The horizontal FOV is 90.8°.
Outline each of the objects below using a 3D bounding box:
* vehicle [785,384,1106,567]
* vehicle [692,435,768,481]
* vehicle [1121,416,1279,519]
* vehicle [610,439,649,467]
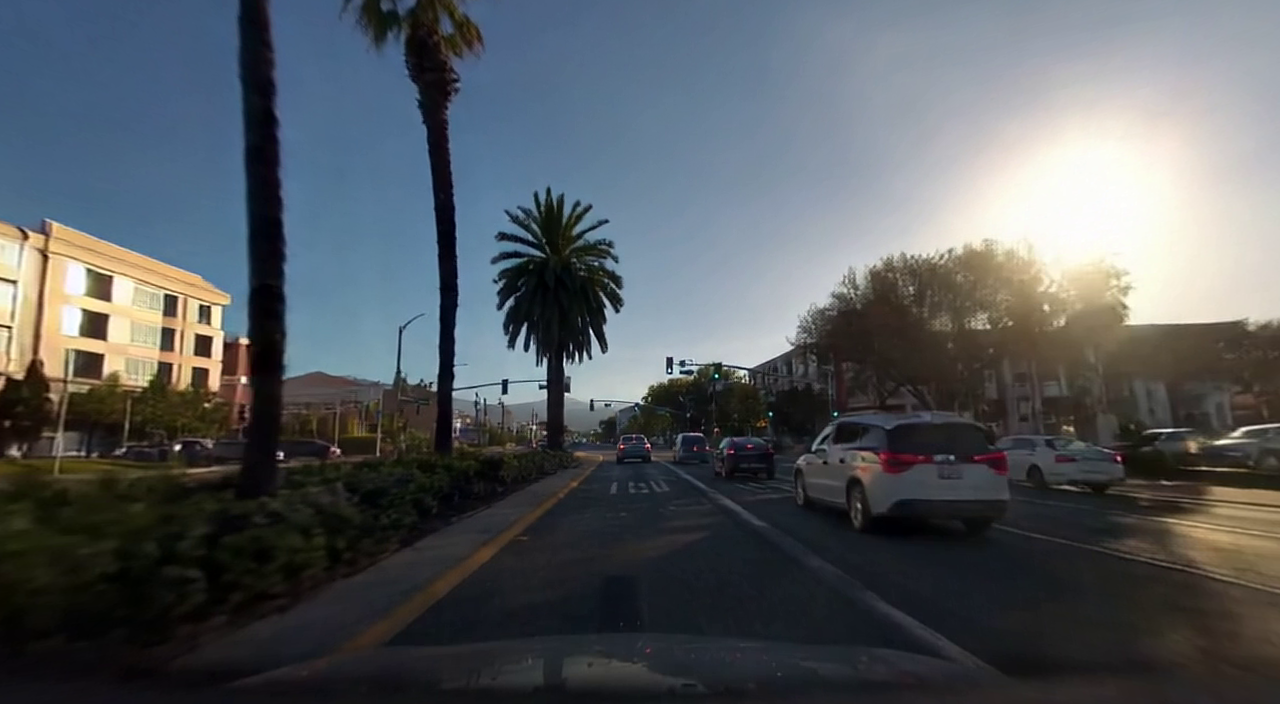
[{"bbox_3d":[3.764,1.640,9.060,2.104,1.910,4.693,0,-9,-2],"label":"vehicle"},{"bbox_3d":[3.221,3.903,23.512,2.010,1.509,4.377,0,-9,-2],"label":"vehicle"},{"bbox_3d":[12.291,2.169,12.055,2.059,1.808,5.098,0,-9,-1],"label":"vehicle"},{"bbox_3d":[-0.621,5.743,36.079,2.115,1.464,4.205,0,-9,-2],"label":"vehicle"}]
